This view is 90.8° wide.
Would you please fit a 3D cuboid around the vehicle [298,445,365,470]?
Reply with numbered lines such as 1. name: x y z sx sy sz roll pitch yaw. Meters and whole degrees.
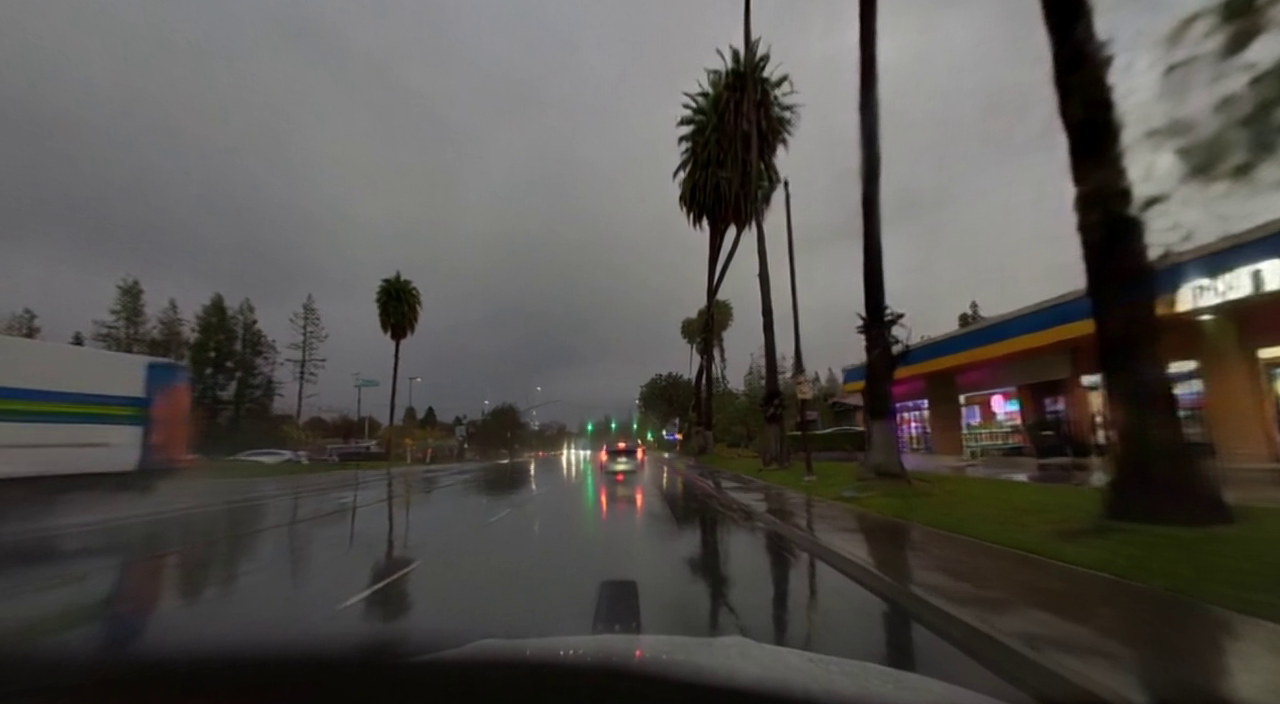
1. vehicle: -23.110 7.909 47.313 4.573 1.725 2.054 -5 -8 23

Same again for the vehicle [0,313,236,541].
1. vehicle: -11.537 1.071 9.196 3.022 3.532 12.586 0 -9 0

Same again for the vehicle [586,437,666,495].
1. vehicle: -0.378 3.286 18.535 2.076 1.486 4.119 0 -8 -1
